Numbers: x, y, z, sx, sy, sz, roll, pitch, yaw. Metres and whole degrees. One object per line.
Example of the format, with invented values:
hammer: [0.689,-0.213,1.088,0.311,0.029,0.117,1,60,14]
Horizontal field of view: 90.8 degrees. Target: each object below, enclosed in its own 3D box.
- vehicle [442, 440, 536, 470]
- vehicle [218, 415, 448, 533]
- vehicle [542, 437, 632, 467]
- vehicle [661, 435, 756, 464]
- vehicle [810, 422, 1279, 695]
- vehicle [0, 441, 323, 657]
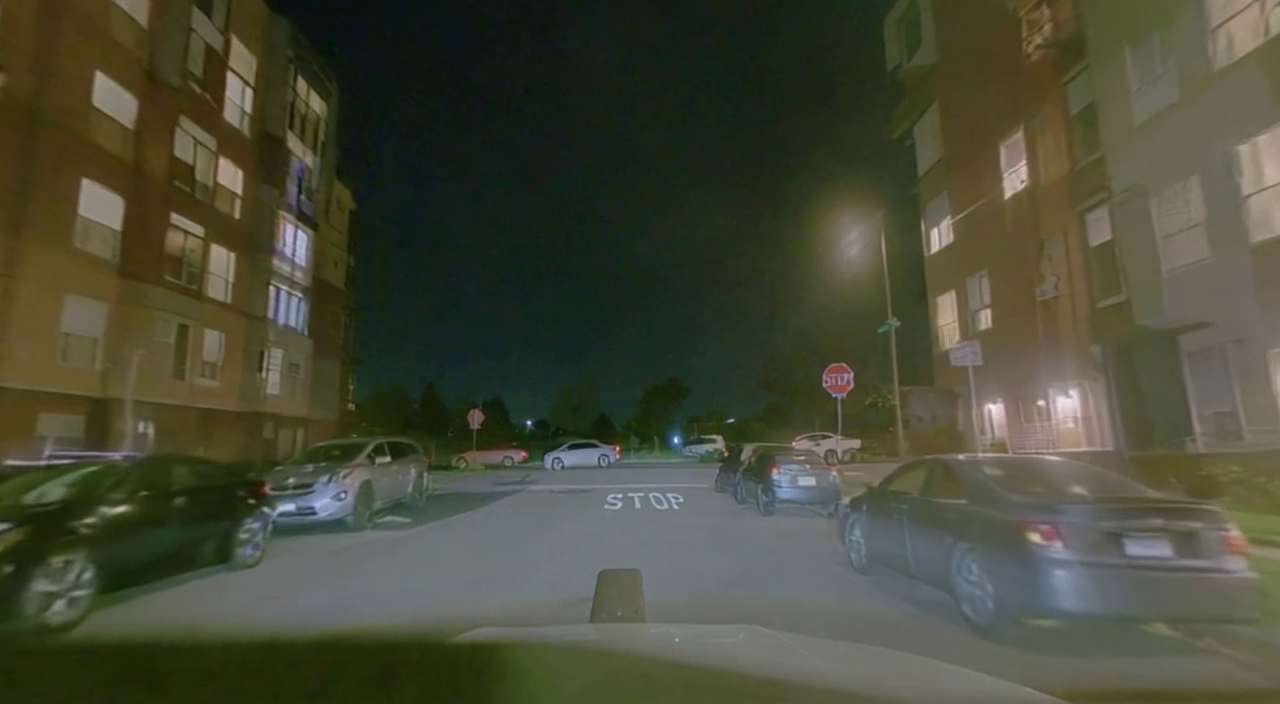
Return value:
vehicle: [-7.633,5.259,32.352,4.423,1.449,1.813,1,-9,-5]
vehicle: [-5.948,2.446,13.443,2.208,1.903,6.040,0,-8,-4]
vehicle: [-2.697,5.173,32.684,4.489,1.470,1.776,1,-8,-4]
vehicle: [3.493,5.066,32.916,4.681,1.480,1.817,0,-9,-3]
vehicle: [3.200,1.466,5.749,1.919,1.490,4.339,0,-8,-3]
vehicle: [-5.581,1.722,6.740,2.129,1.505,4.510,0,-8,-1]
